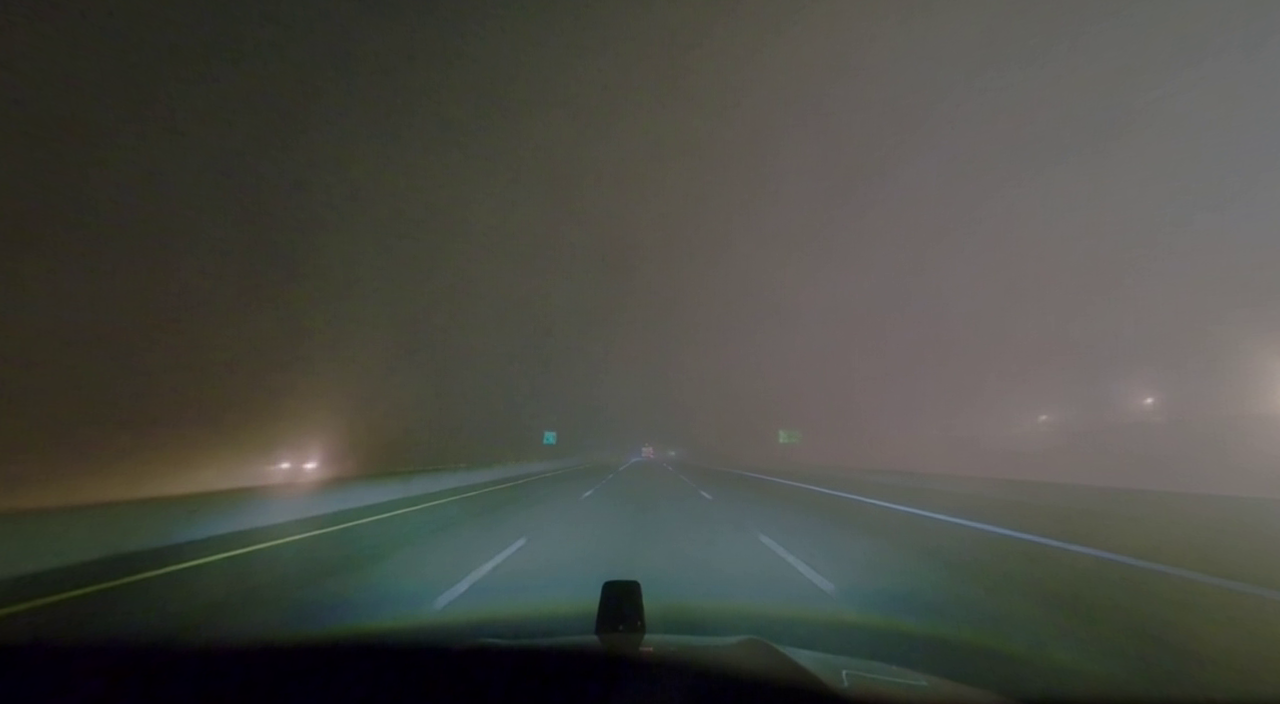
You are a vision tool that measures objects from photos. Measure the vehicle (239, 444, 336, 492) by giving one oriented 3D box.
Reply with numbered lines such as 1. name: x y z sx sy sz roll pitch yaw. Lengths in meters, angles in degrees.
1. vehicle: -18.631 6.112 33.655 2.135 2.308 5.136 0 -9 0
